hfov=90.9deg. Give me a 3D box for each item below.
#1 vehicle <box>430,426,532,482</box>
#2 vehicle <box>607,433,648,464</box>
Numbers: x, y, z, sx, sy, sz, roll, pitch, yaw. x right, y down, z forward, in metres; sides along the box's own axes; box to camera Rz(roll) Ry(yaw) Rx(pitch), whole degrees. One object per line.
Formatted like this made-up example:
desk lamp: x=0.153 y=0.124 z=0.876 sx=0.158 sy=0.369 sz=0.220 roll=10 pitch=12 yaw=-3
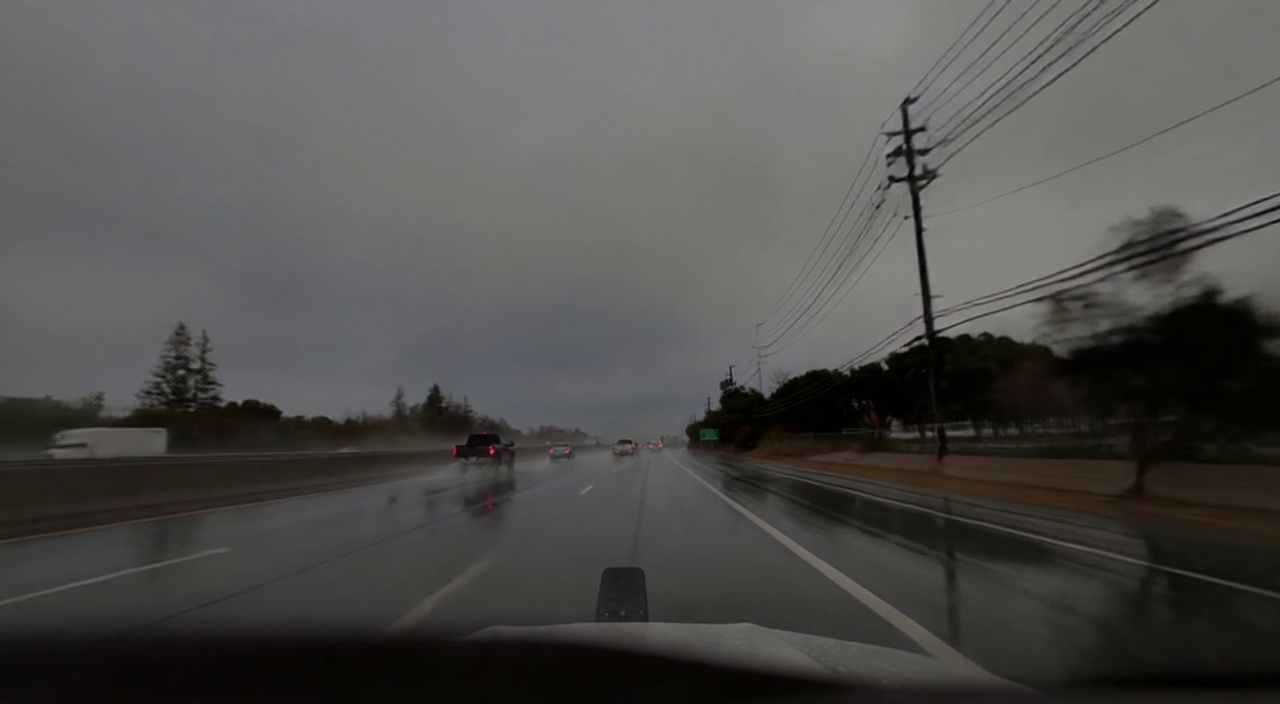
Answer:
vehicle: x=-6.317 y=4.167 z=26.131 sx=2.460 sy=1.992 sz=6.474 roll=0 pitch=-8 yaw=1
vehicle: x=-0.801 y=6.655 z=43.575 sx=2.448 sy=2.025 sz=5.193 roll=-1 pitch=-8 yaw=3
